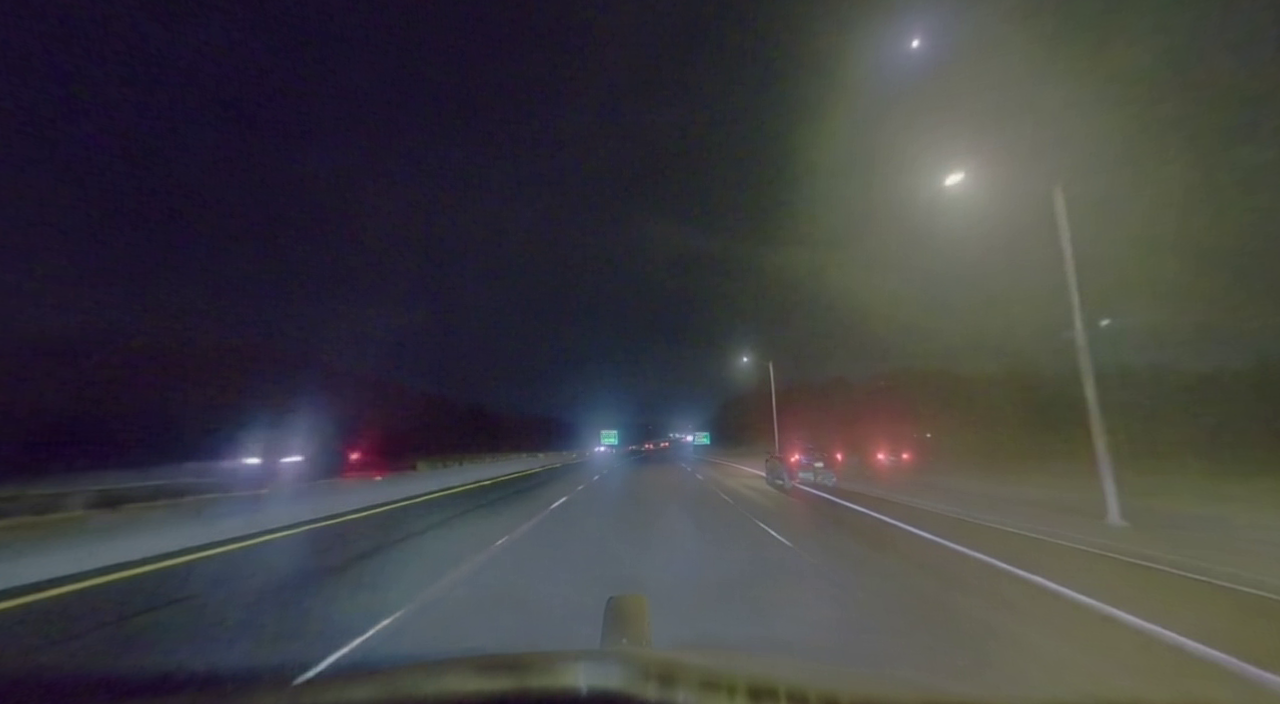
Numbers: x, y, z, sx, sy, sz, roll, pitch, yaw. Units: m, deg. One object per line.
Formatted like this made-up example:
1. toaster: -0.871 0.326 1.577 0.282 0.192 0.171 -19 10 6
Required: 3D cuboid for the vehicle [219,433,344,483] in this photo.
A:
1. vehicle: -13.369 3.968 23.852 1.941 1.706 4.601 0 -8 1
